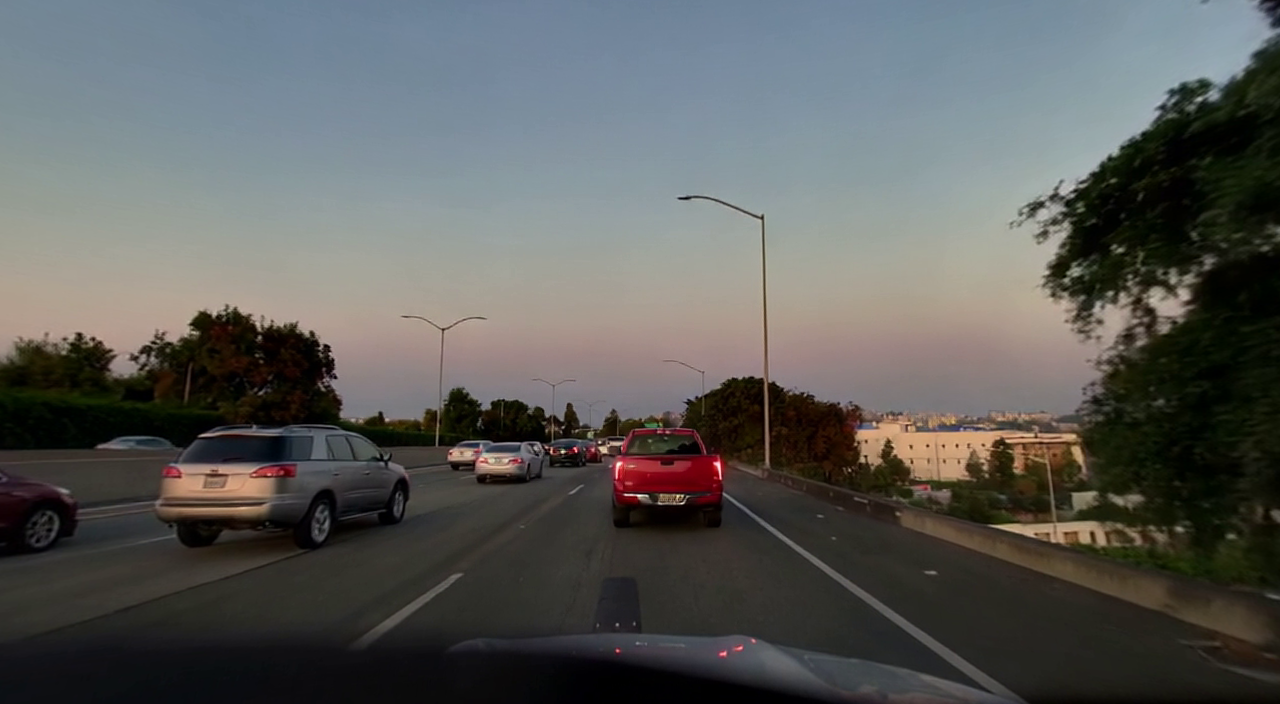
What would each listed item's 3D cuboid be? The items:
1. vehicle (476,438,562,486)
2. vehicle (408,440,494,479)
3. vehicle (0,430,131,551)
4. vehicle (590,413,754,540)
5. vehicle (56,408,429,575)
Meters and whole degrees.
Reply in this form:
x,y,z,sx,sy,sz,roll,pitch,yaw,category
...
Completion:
x,y,z,sx,sy,sz,roll,pitch,yaw,category
-4.023,3.718,21.652,1.868,1.470,4.105,-1,-9,4,vehicle
-7.626,4.389,25.962,1.925,1.454,4.270,-1,-9,5,vehicle
-8.992,1.692,7.586,1.892,1.498,4.417,-1,-9,4,vehicle
0.508,2.042,10.931,2.235,1.716,4.435,-1,-9,2,vehicle
-4.846,1.758,8.724,2.076,1.688,4.334,-1,-9,5,vehicle
